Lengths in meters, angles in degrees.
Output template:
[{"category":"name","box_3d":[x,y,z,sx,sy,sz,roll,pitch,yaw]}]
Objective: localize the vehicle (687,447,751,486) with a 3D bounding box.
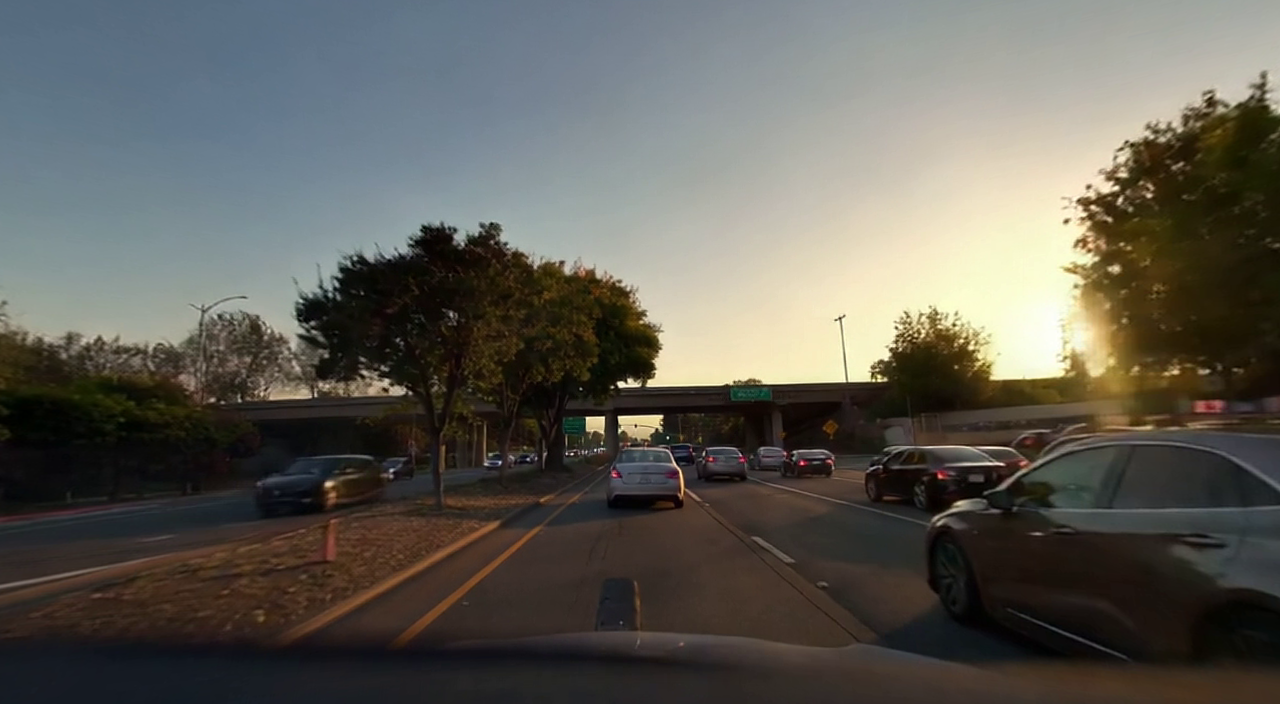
[{"category":"vehicle","box_3d":[3.165,4.677,26.186,1.962,1.431,4.205,0,-9,-2]}]

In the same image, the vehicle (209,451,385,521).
[{"category":"vehicle","box_3d":[-8.727,3.405,16.705,2.010,1.524,4.705,0,-9,0]}]

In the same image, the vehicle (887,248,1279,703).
[{"category":"vehicle","box_3d":[3.509,0.735,2.482,2.719,2.033,5.876,0,-9,0]}]

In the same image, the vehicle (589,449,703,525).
[{"category":"vehicle","box_3d":[0.085,2.709,13.229,2.027,1.341,3.775,0,-9,-1]}]

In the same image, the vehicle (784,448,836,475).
[{"category":"vehicle","box_3d":[9.884,6.365,36.972,1.839,1.453,3.992,0,-9,-1]}]
